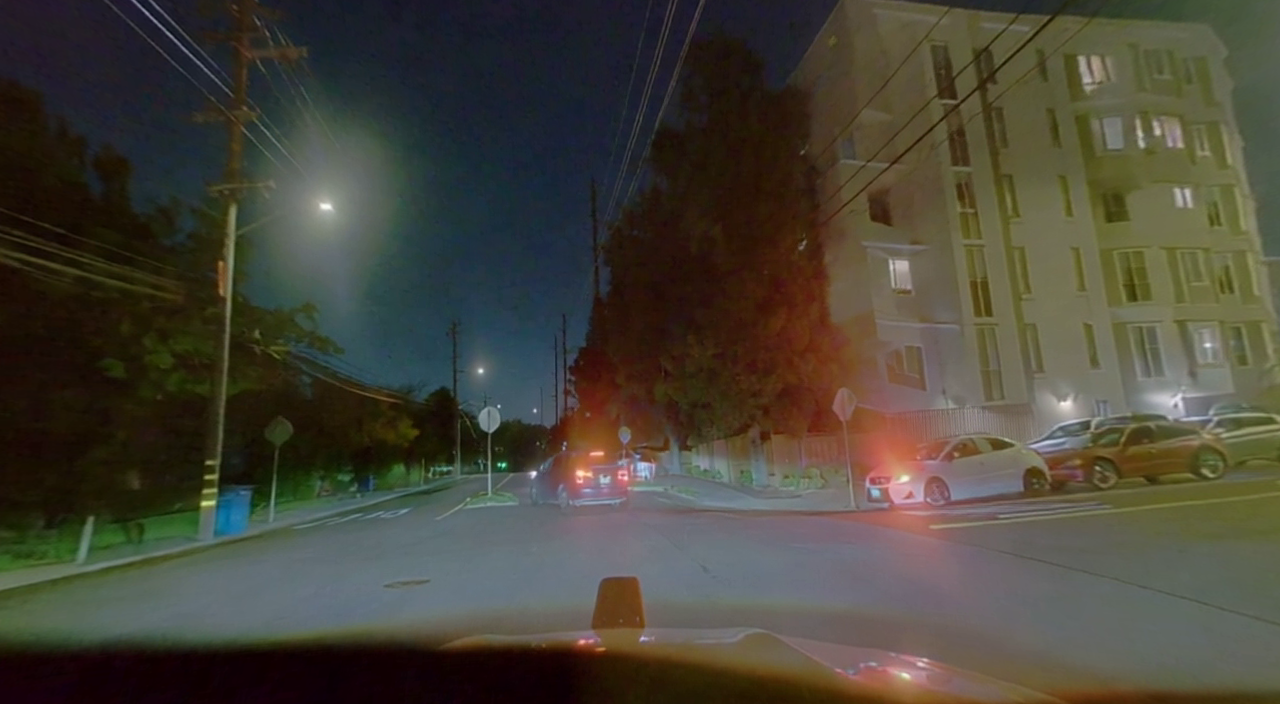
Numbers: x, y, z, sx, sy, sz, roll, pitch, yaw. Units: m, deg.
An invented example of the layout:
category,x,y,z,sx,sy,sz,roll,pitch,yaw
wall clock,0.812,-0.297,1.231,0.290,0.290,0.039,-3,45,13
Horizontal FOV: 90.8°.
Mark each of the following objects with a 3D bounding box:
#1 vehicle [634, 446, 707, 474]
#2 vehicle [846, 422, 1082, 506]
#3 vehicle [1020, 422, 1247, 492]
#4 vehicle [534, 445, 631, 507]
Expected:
category,x,y,z,sx,sy,sz,roll,pitch,yaw
vehicle,1.974,7.085,41.549,4.424,1.645,1.820,1,-9,-12
vehicle,8.001,2.822,15.845,4.877,1.755,1.918,-1,-13,-10
vehicle,13.114,2.807,16.911,4.830,1.490,1.878,-1,-11,-11
vehicle,-2.157,4.245,22.257,2.155,1.872,4.790,3,-9,-21
